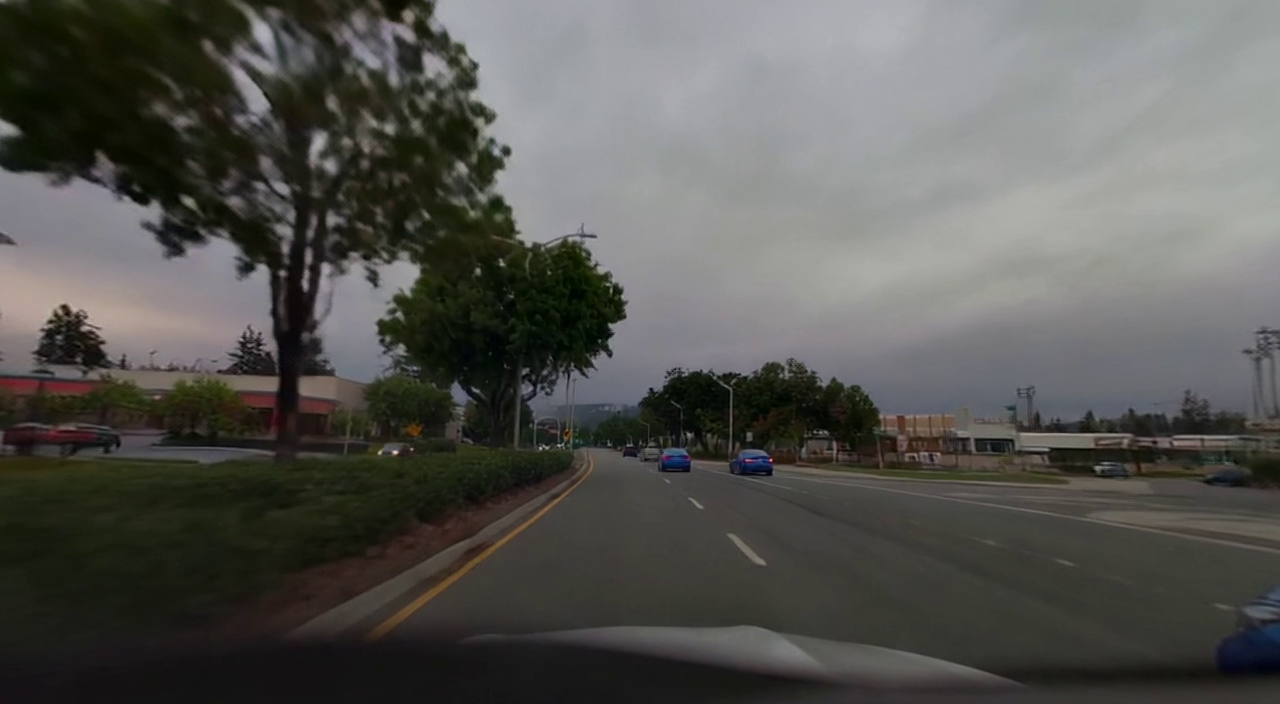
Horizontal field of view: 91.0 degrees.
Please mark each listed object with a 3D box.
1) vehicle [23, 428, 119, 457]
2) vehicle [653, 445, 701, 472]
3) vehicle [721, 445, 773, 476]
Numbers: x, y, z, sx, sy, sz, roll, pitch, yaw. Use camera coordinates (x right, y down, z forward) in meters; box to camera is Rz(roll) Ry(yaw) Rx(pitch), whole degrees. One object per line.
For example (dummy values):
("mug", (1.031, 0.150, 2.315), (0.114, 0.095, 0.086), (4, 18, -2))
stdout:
("vehicle", (-35.250, 5.665, 39.225), (1.913, 1.702, 4.873), (1, -9, -8))
("vehicle", (2.065, 6.152, 36.543), (2.256, 1.451, 4.313), (1, -9, -3))
("vehicle", (5.723, 5.844, 34.184), (1.886, 1.528, 4.169), (1, -9, -3))
